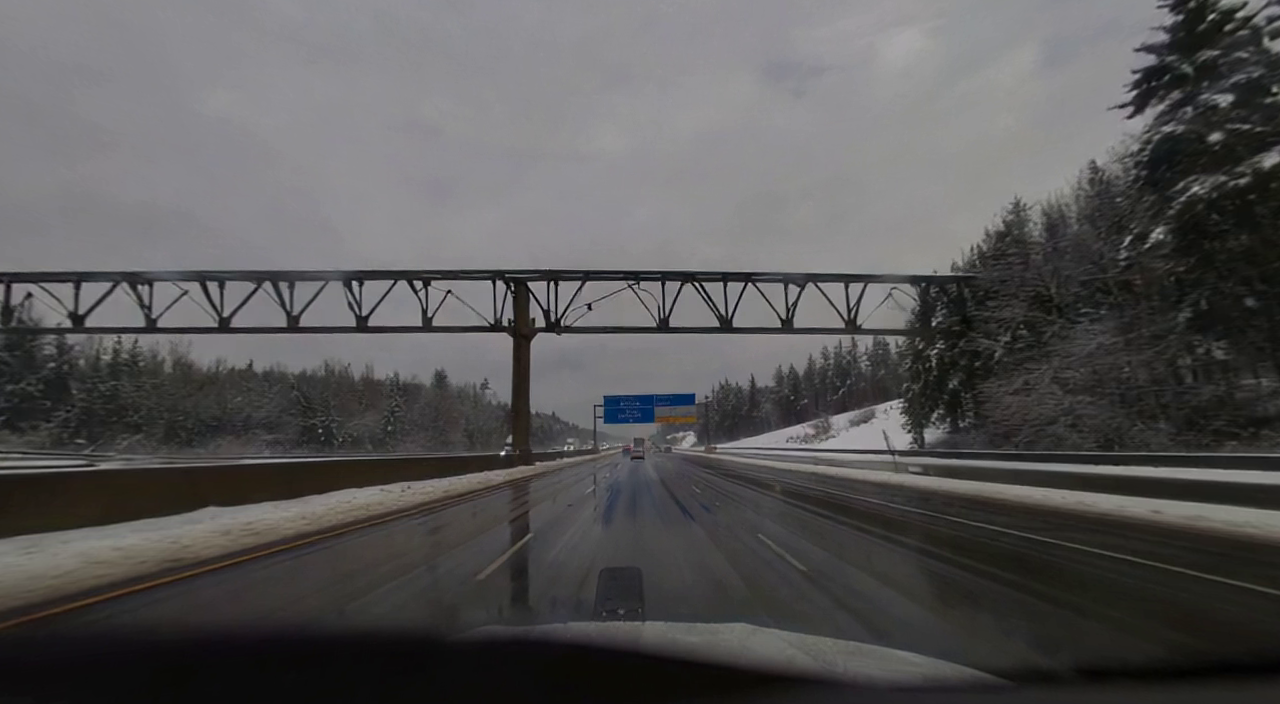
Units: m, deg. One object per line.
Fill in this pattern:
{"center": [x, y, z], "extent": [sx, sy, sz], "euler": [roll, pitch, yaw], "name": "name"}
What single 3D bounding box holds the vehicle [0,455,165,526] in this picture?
{"center": [-14.952, 3.429, 16.182], "extent": [1.836, 1.495, 4.668], "euler": [0, -9, 0], "name": "vehicle"}
